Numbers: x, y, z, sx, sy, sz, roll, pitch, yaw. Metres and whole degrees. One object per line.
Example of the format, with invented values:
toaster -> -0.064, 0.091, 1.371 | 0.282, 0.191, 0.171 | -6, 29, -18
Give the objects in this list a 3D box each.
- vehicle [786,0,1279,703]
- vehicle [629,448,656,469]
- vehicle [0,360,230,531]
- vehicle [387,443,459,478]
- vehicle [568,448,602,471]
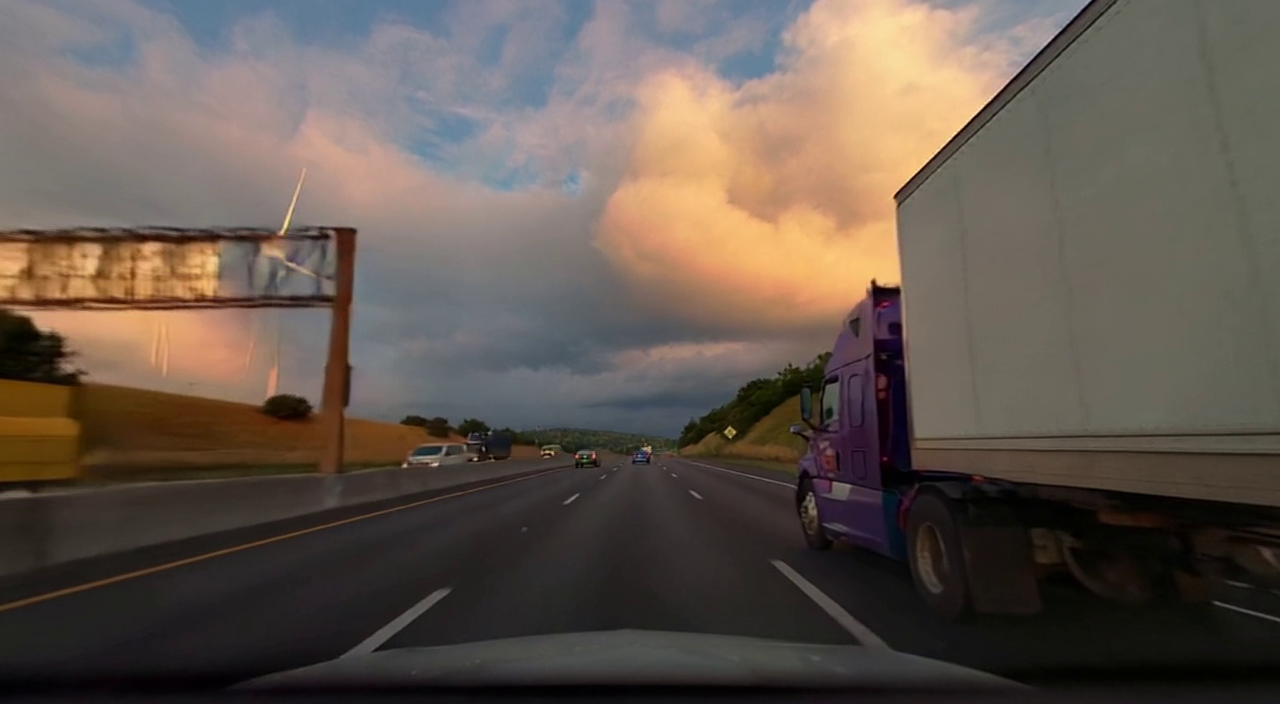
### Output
vehicle -> 3.700, 0.341, 6.236 | 2.983, 3.940, 5.919 | 0, -9, 0
vehicle -> 0.149, 7.919, 47.032 | 1.931, 1.453, 3.695 | 0, -9, 0
vehicle -> -11.869, 1.927, 12.841 | 2.445, 2.805, 6.838 | 0, -9, -1
vehicle -> -11.772, 5.919, 34.665 | 2.113, 1.770, 4.939 | 0, -9, 1
vehicle -> -3.841, 7.521, 44.363 | 1.952, 1.521, 4.095 | 0, -9, 1
